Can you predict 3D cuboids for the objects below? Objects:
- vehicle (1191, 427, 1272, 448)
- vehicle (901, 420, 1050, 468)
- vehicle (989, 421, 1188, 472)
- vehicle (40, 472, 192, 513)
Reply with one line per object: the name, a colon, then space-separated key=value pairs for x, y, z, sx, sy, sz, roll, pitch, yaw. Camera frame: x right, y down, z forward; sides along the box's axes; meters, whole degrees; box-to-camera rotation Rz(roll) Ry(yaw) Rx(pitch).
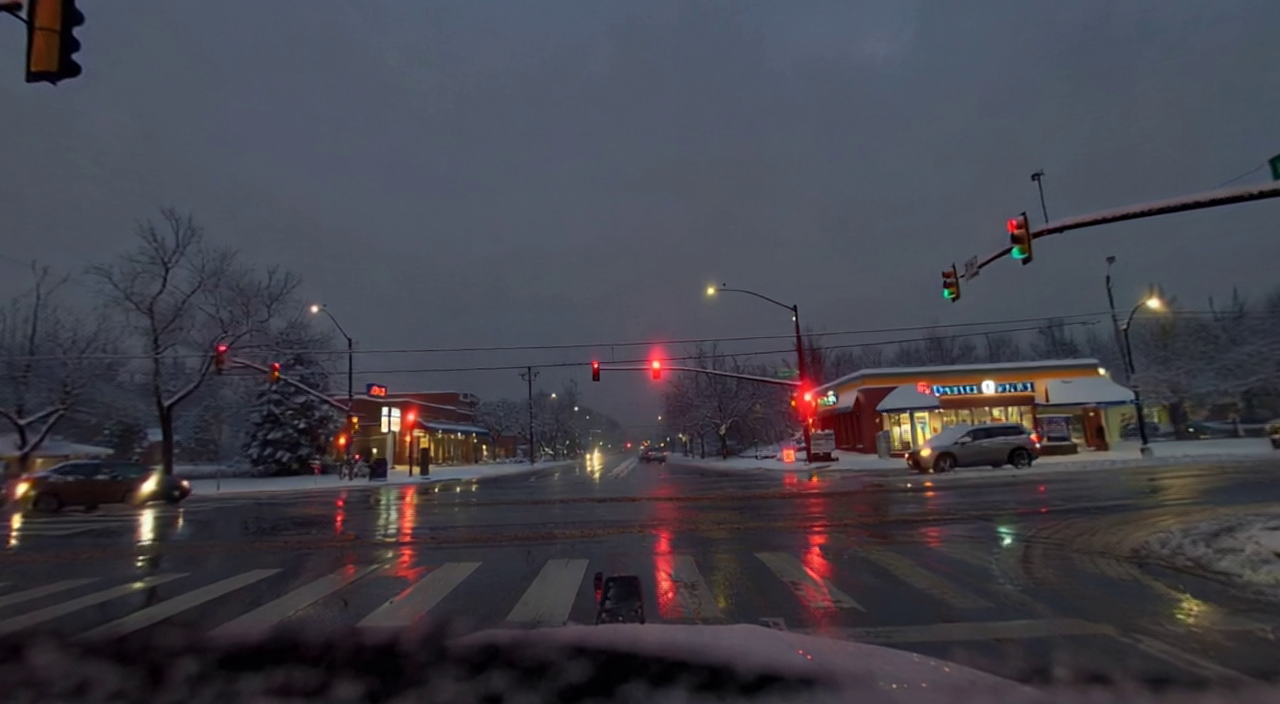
vehicle: x=42.046 y=6.067 z=44.915 sx=4.347 sy=1.446 sz=1.777 roll=1 pitch=-9 yaw=-9
vehicle: x=13.023 y=3.652 z=24.946 sx=4.916 sy=1.730 sz=1.986 roll=-4 pitch=-9 yaw=21
vehicle: x=14.358 y=3.097 z=20.619 sx=4.835 sy=1.487 sz=1.913 roll=-4 pitch=-9 yaw=20
vehicle: x=-21.196 y=5.679 z=25.656 sx=4.676 sy=1.463 sz=1.909 roll=-1 pitch=-8 yaw=6
